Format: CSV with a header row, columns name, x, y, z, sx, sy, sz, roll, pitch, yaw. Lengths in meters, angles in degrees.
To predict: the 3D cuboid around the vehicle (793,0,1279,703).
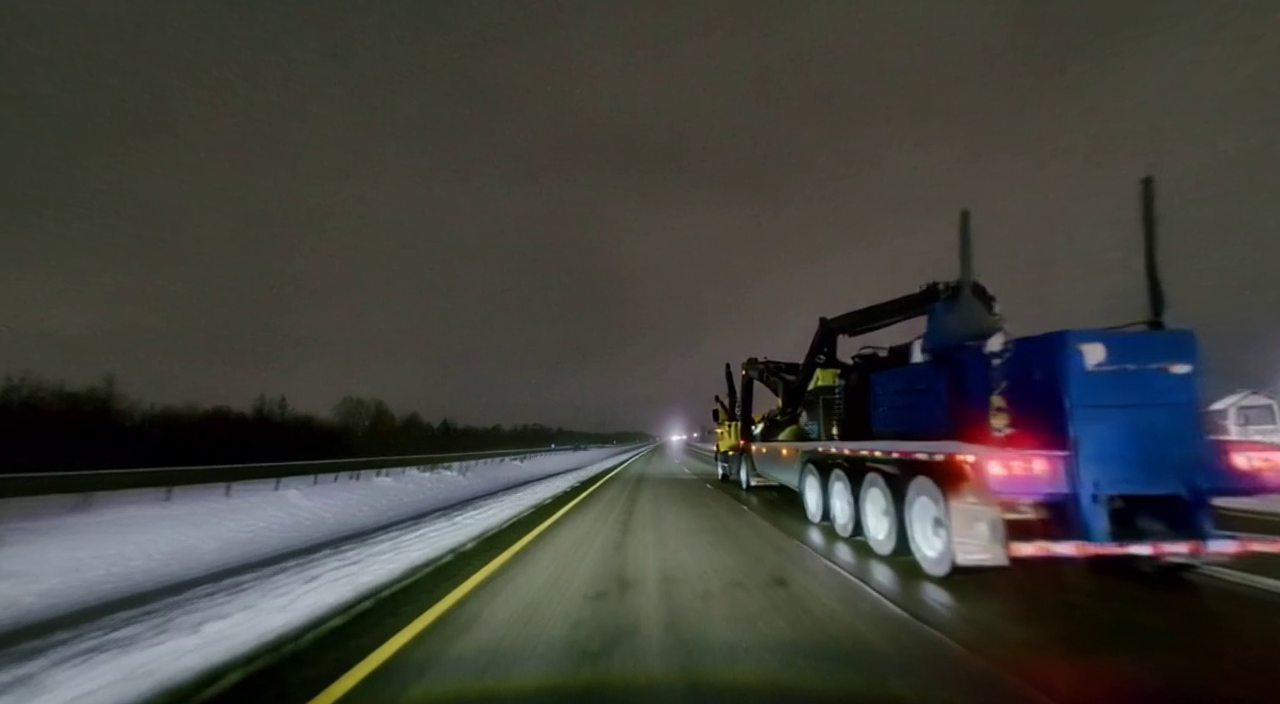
name,x,y,z,sx,sy,sz,roll,pitch,yaw
vehicle,3.944,0.089,6.170,3.279,3.956,6.541,0,-8,1
